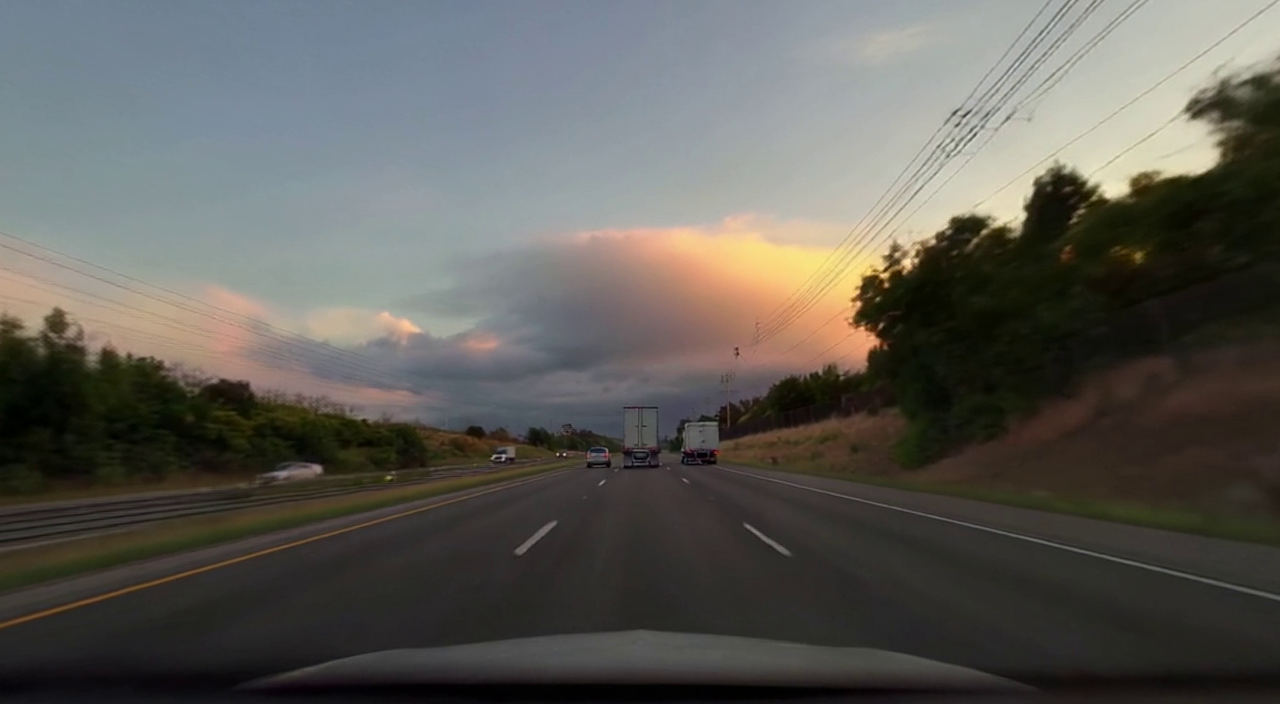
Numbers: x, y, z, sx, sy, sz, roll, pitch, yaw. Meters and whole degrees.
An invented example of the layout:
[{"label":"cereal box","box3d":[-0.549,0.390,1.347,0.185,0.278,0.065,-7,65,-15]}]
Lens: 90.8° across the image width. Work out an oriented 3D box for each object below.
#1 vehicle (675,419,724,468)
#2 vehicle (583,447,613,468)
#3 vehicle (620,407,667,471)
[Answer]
[{"label":"vehicle","box3d":[4.387,7.115,48.510,2.938,3.378,8.820,0,-9,0]},{"label":"vehicle","box3d":[-3.217,8.196,49.099,2.024,1.582,4.032,0,-9,1]},{"label":"vehicle","box3d":[0.165,6.644,47.119,2.997,4.076,13.224,0,-9,-1]}]
